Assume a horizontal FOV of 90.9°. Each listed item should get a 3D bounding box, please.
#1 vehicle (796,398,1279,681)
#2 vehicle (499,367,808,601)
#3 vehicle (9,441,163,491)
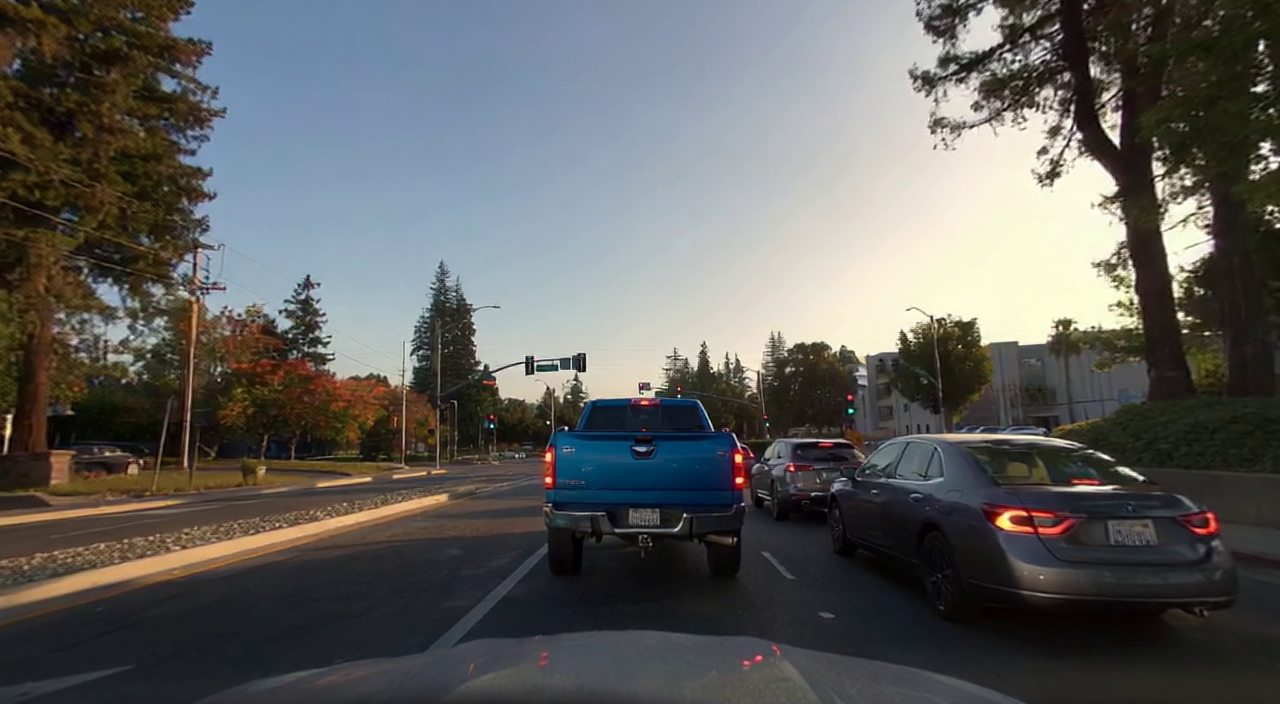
[{"bbox_3d":[3.326,1.492,6.387,2.155,1.667,5.162,0,-8,0],"label":"vehicle"},{"bbox_3d":[0.127,1.529,8.206,2.636,2.011,5.425,0,-8,0],"label":"vehicle"},{"bbox_3d":[-21.758,4.463,25.066,2.062,1.764,4.508,0,-8,-2],"label":"vehicle"}]
